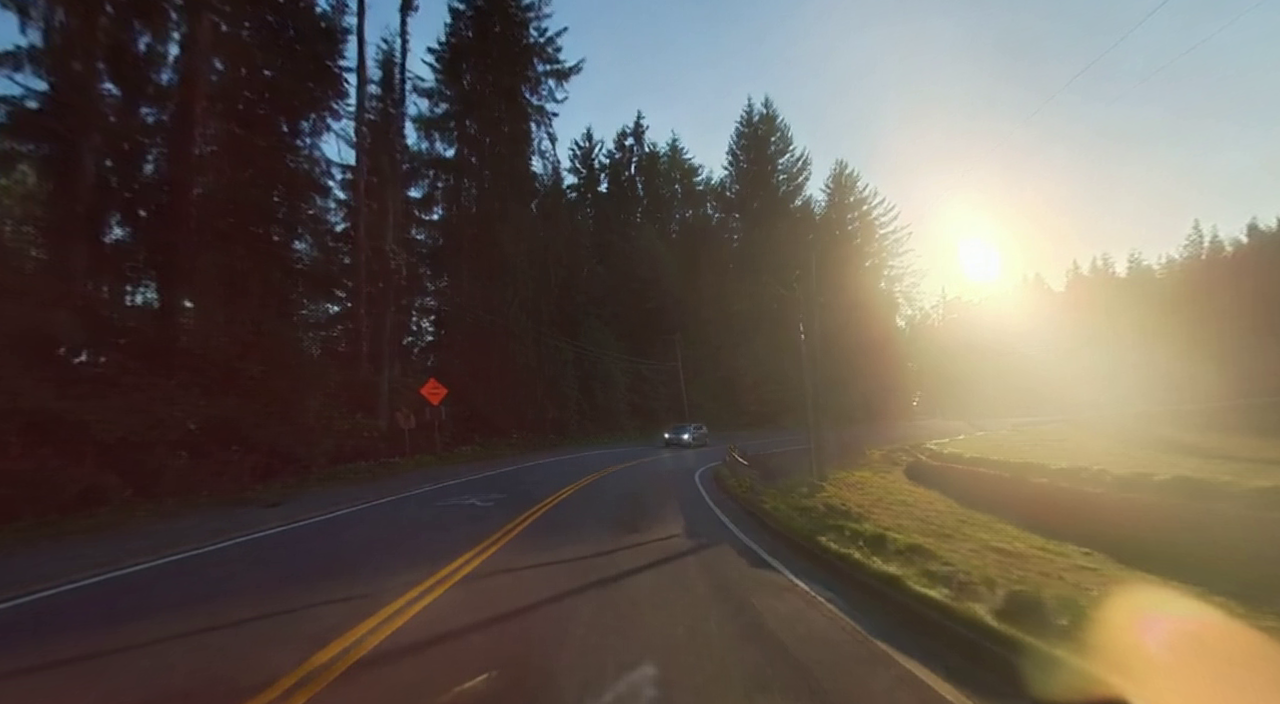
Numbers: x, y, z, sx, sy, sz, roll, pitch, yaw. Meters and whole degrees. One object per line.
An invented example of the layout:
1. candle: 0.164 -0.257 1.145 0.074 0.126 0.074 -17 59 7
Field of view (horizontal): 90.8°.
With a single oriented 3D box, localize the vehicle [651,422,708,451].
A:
1. vehicle: 2.856 6.032 44.721 2.095 1.939 4.857 -5 -10 30
